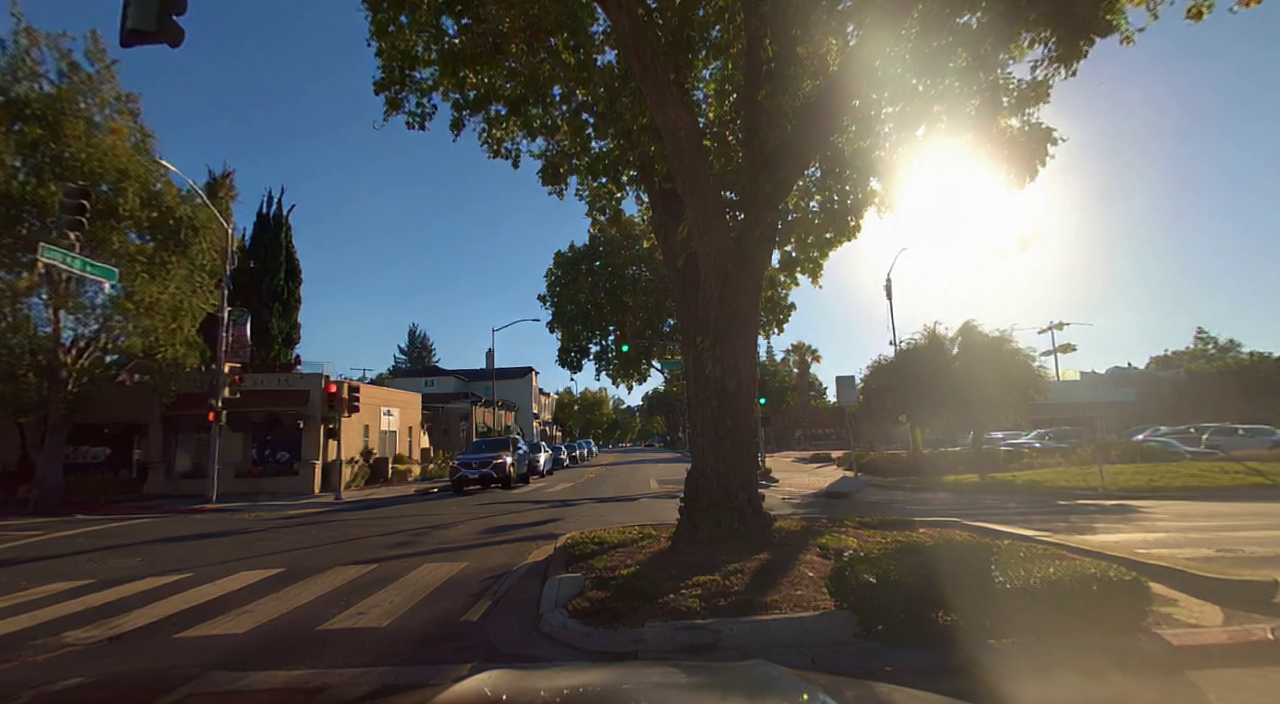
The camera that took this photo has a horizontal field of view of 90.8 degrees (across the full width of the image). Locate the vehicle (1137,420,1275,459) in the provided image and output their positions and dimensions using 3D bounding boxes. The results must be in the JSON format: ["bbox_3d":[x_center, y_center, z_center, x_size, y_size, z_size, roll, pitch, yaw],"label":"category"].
[{"bbox_3d":[33.256,5.166,37.247,5.969,2.149,2.331,0,-9,-3],"label":"vehicle"}]

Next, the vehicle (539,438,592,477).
[{"bbox_3d":[-3.660,5.282,31.906,2.120,1.783,4.788,0,-9,0],"label":"vehicle"}]

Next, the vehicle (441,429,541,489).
[{"bbox_3d":[-6.500,4.806,28.763,2.896,2.339,7.322,0,-9,-1],"label":"vehicle"}]

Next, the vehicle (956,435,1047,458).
[{"bbox_3d":[24.999,6.555,43.838,5.172,1.515,1.851,0,-9,-2],"label":"vehicle"}]
